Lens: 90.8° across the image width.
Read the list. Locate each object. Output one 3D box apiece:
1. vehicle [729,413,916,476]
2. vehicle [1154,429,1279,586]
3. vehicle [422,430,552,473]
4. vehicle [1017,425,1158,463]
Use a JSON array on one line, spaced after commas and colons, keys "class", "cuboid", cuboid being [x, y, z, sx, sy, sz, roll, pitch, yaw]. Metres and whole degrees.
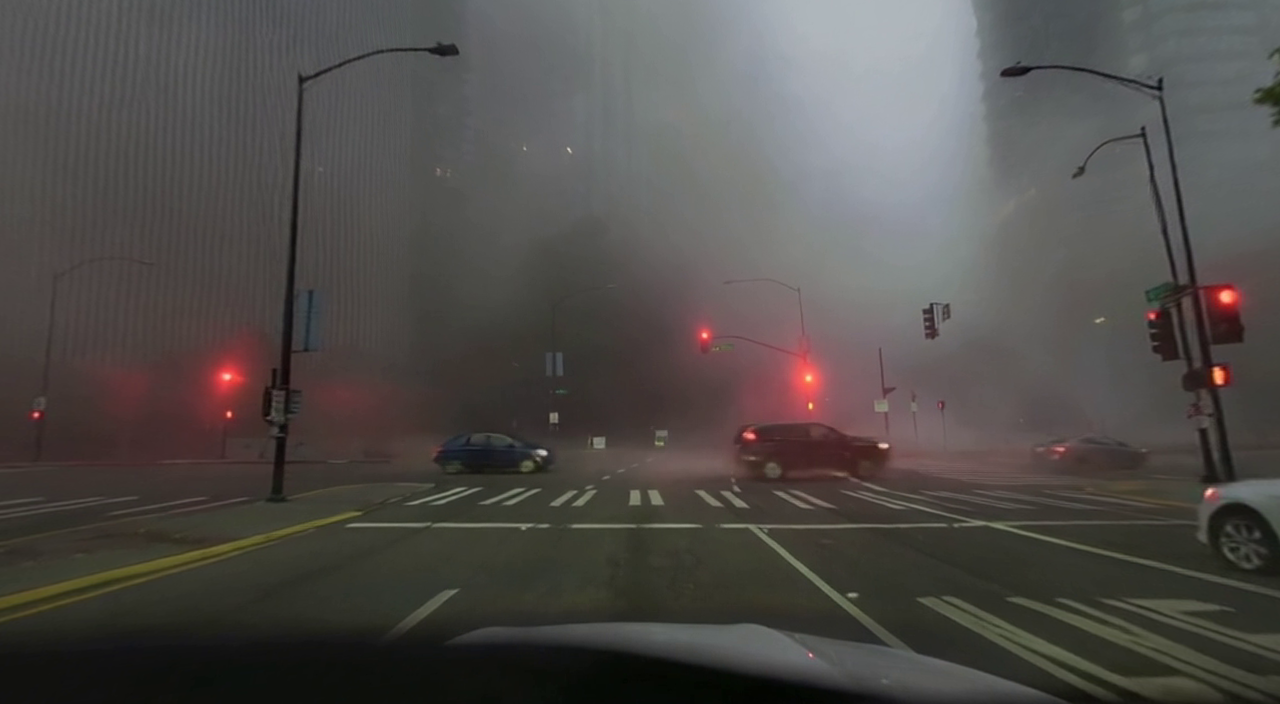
[{"class": "vehicle", "cuboid": [6.074, 3.141, 21.553, 5.659, 1.967, 2.149, 0, -8, -5]}, {"class": "vehicle", "cuboid": [7.126, 1.323, 4.975, 1.936, 1.489, 4.885, 0, -8, -2]}, {"class": "vehicle", "cuboid": [-5.614, 3.704, 23.642, 4.482, 1.492, 1.805, 0, -9, -5]}, {"class": "vehicle", "cuboid": [18.318, 3.770, 25.970, 4.503, 1.475, 1.789, 0, -9, -5]}]
